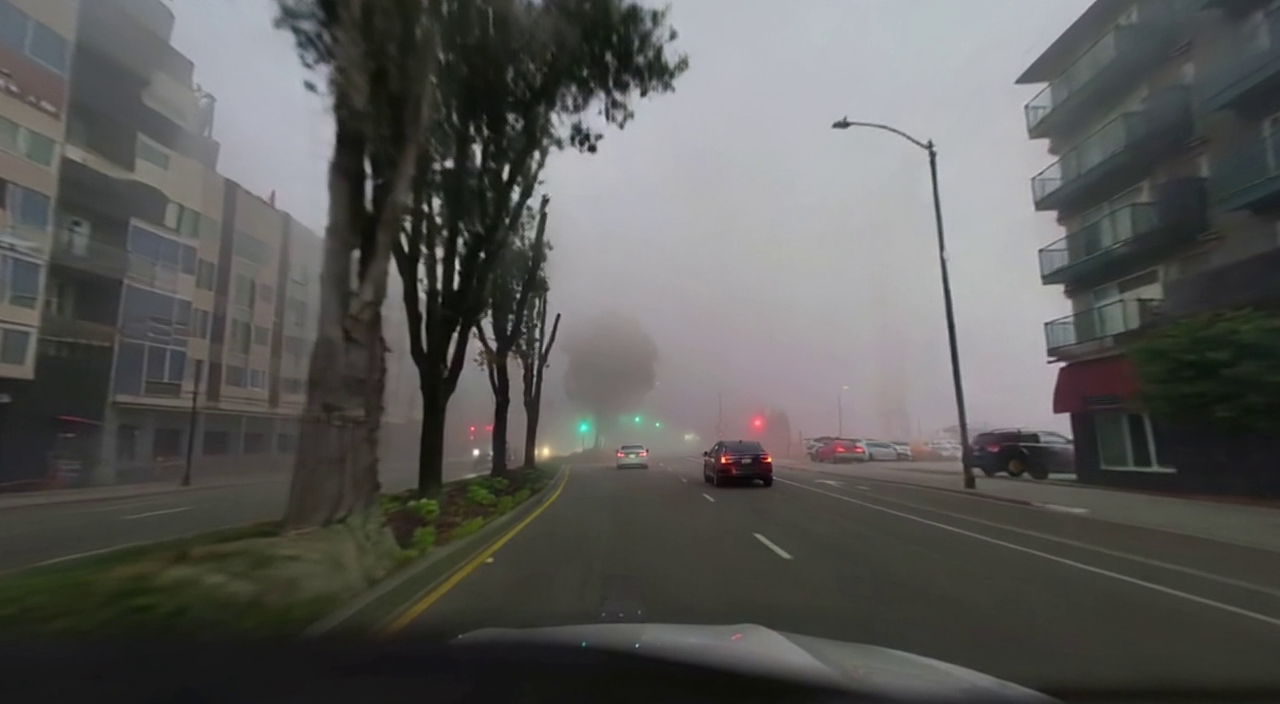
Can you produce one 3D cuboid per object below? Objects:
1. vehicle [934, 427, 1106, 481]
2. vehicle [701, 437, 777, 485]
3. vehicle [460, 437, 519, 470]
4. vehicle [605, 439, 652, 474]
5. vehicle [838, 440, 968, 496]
[{"bbox_3d":[13.041,3.528,21.912,4.622,1.761,1.986,0,-9,0],"label":"vehicle"},{"bbox_3d":[3.288,3.719,21.849,1.910,1.474,4.003,0,-9,-1],"label":"vehicle"},{"bbox_3d":[-8.140,5.533,34.635,2.072,1.623,4.564,0,-8,0],"label":"vehicle"},{"bbox_3d":[-0.490,4.755,28.873,2.006,1.487,3.535,0,-9,0],"label":"vehicle"},{"bbox_3d":[7.559,3.362,18.738,1.883,1.452,4.598,0,-9,0],"label":"vehicle"}]
